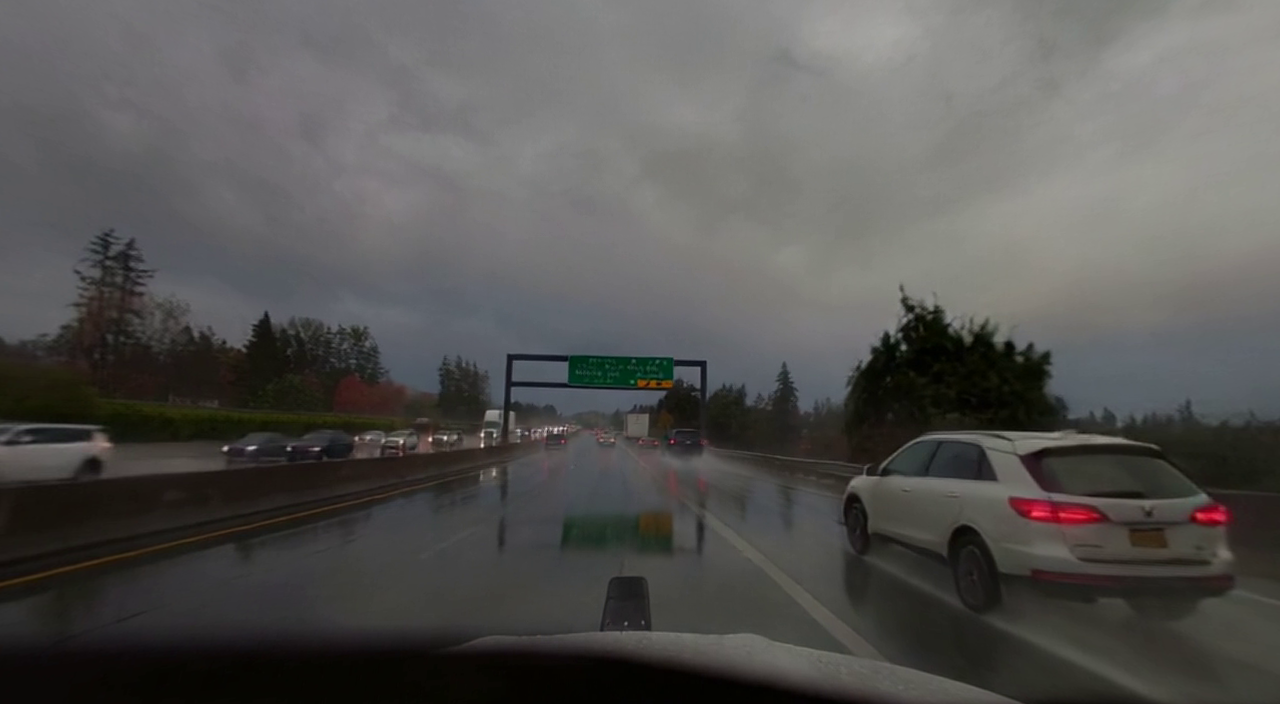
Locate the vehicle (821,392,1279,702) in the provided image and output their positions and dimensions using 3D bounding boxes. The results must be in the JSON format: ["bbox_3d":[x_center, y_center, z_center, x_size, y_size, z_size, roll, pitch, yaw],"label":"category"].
[{"bbox_3d":[3.316,1.263,5.366,2.127,1.497,4.445,0,-8,-1],"label":"vehicle"}]

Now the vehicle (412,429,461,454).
[{"bbox_3d":[-12.011,5.323,37.343,1.853,1.406,3.495,1,-8,-2],"label":"vehicle"}]

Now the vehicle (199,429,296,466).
[{"bbox_3d":[-16.487,4.039,26.677,1.754,1.448,3.799,0,-8,-2],"label":"vehicle"}]

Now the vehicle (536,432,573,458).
[{"bbox_3d":[-5.768,6.318,42.925,2.058,1.689,4.315,0,-8,-2],"label":"vehicle"}]

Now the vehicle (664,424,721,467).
[{"bbox_3d":[2.498,4.647,31.511,2.207,1.937,5.610,0,-8,-2],"label":"vehicle"}]

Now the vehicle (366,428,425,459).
[{"bbox_3d":[-12.058,4.550,31.242,1.610,1.420,3.445,0,-8,-2],"label":"vehicle"}]

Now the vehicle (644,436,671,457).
[{"bbox_3d":[1.244,6.924,46.323,1.844,1.462,3.736,0,-8,-1],"label":"vehicle"}]

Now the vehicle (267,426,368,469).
[{"bbox_3d":[-11.736,3.516,23.204,1.727,1.433,3.940,0,-8,-2],"label":"vehicle"}]

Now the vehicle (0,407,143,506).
[{"bbox_3d":[-10.970,1.721,10.445,1.948,1.538,4.322,0,-8,-1],"label":"vehicle"}]
